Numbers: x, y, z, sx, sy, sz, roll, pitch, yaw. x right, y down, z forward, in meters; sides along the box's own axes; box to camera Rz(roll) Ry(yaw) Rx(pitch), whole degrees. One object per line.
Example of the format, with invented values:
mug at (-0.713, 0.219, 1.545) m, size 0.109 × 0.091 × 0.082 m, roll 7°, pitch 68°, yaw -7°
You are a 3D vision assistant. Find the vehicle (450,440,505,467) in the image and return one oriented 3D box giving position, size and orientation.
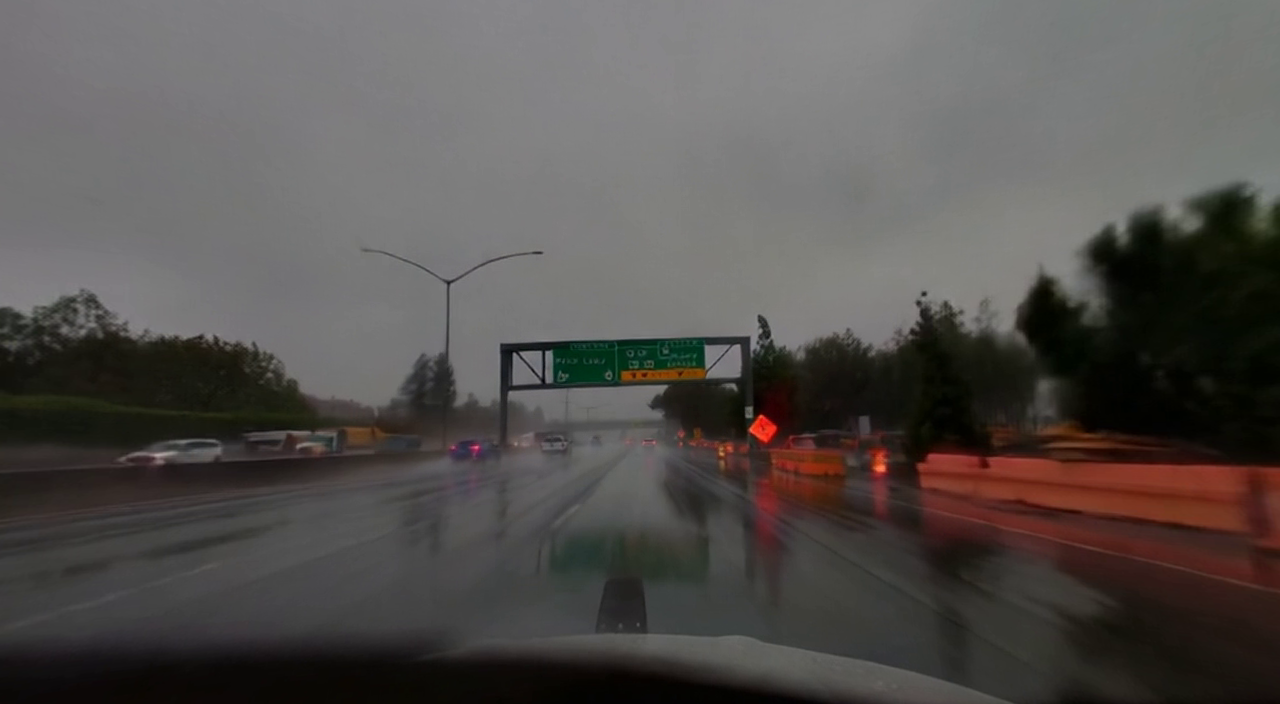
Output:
vehicle at (-9.712, 6.111, 38.044) m, size 2.122 × 1.511 × 4.576 m, roll 0°, pitch -8°, yaw 0°

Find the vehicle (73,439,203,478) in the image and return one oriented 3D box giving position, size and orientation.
vehicle at (-22.442, 4.774, 28.435) m, size 2.186 × 1.619 × 4.359 m, roll 0°, pitch -9°, yaw 1°

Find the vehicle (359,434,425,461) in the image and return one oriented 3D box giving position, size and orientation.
vehicle at (-18.603, 7.218, 47.643) m, size 2.447 × 1.910 × 6.271 m, roll 0°, pitch -8°, yaw 1°

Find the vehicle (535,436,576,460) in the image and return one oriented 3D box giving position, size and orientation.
vehicle at (-6.336, 7.307, 47.799) m, size 2.402 × 1.733 × 4.512 m, roll 0°, pitch -8°, yaw 1°
